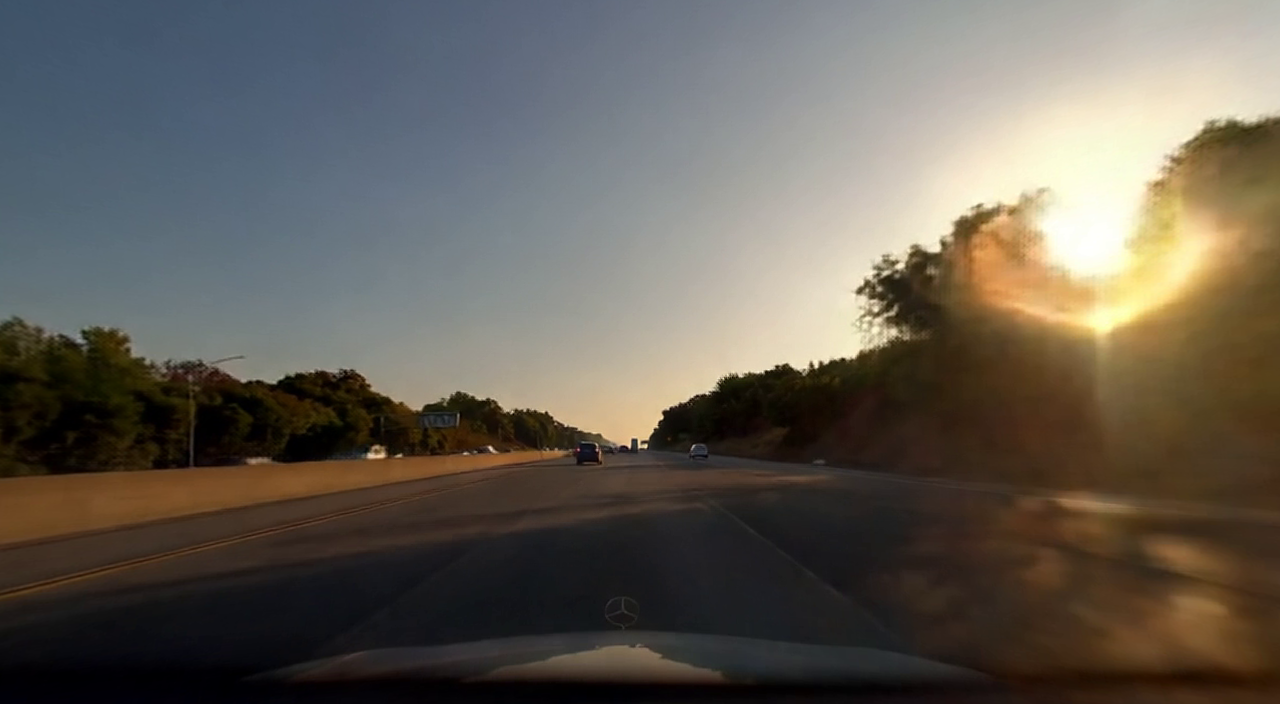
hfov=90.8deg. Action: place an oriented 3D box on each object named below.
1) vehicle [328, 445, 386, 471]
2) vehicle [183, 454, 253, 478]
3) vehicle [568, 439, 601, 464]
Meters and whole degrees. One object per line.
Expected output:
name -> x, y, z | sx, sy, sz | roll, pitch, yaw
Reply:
vehicle -> -21.578, 8.065, 48.381 | 2.148, 1.872, 4.857 | 0, -9, 0
vehicle -> -28.936, 7.831, 43.487 | 1.828, 1.483, 4.344 | 0, -9, -1
vehicle -> -4.098, 7.458, 47.292 | 2.114, 1.774, 4.427 | 0, -9, 0
